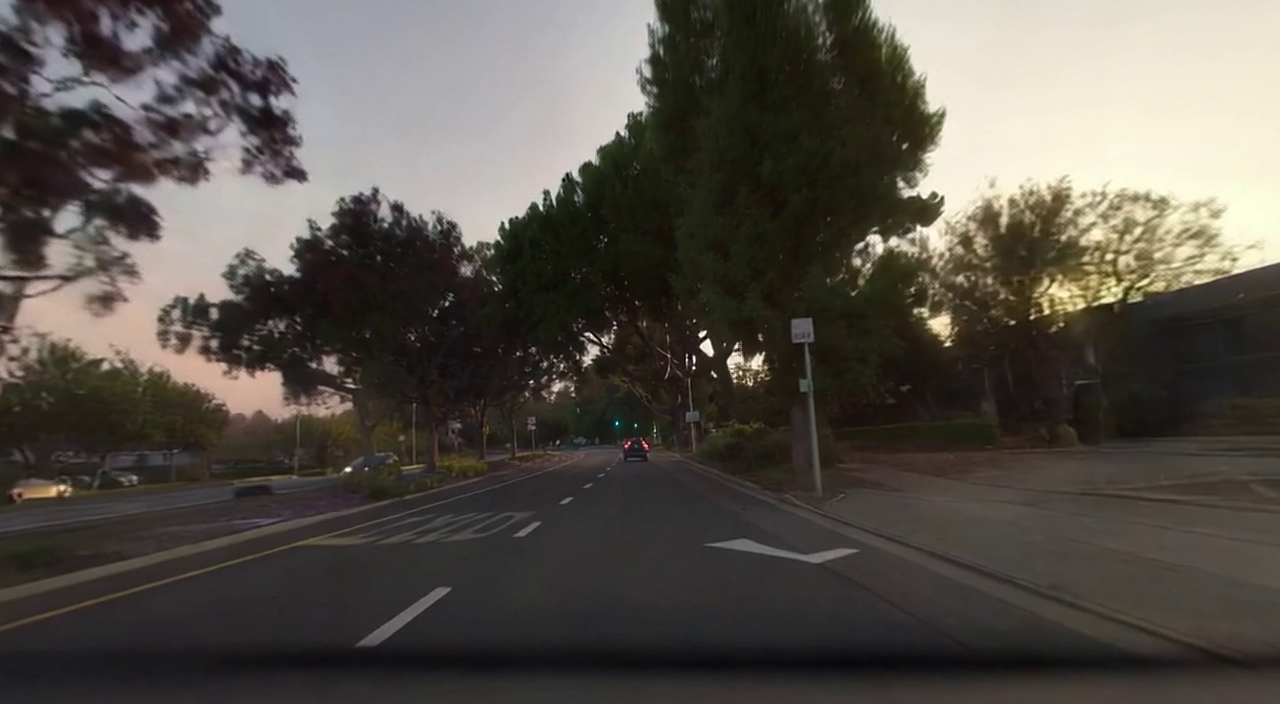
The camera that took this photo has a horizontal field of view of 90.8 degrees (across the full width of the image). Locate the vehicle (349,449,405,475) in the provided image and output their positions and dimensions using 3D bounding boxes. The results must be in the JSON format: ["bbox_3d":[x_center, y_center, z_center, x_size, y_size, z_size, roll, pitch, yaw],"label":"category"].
[{"bbox_3d":[-16.937,7.090,40.990,1.912,1.588,4.432,0,-8,-3],"label":"vehicle"}]

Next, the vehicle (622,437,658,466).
[{"bbox_3d":[-0.040,6.017,38.423,2.045,1.613,4.210,0,-8,-1],"label":"vehicle"}]

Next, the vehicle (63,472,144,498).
[{"bbox_3d":[-39.612,9.786,46.644,4.777,1.711,2.070,-2,-9,16],"label":"vehicle"}]
